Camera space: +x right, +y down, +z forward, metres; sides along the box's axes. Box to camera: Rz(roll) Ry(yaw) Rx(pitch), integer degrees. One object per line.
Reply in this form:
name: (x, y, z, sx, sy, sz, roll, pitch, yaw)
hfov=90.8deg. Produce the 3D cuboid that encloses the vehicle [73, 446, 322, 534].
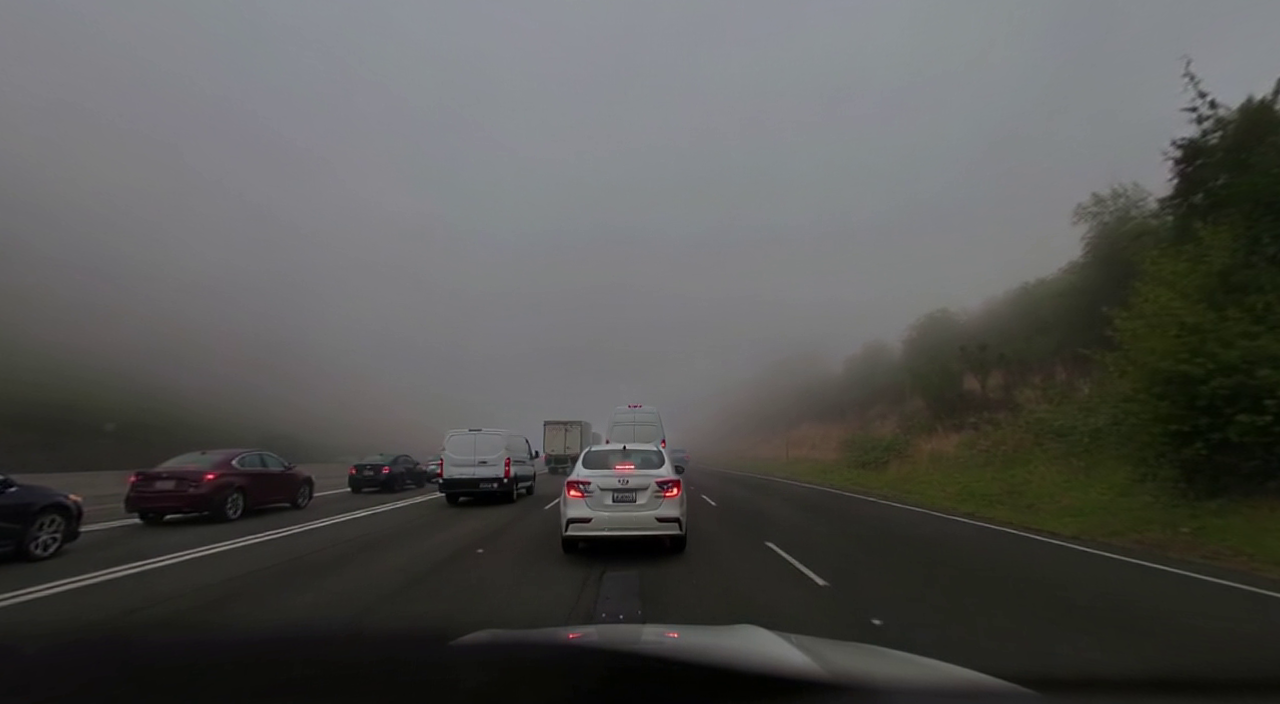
vehicle: (-8.705, 2.711, 13.044, 1.884, 1.484, 4.389, -1, -9, 1)

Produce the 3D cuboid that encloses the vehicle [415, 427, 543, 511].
vehicle: (-4.089, 3.073, 16.947, 2.055, 1.913, 4.584, -1, -9, 2)

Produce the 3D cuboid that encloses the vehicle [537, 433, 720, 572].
vehicle: (-0.144, 1.918, 8.671, 1.995, 1.495, 3.380, 0, -9, -1)

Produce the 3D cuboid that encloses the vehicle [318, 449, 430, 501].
vehicle: (-8.388, 3.883, 20.284, 1.826, 1.465, 3.916, -1, -9, 1)
